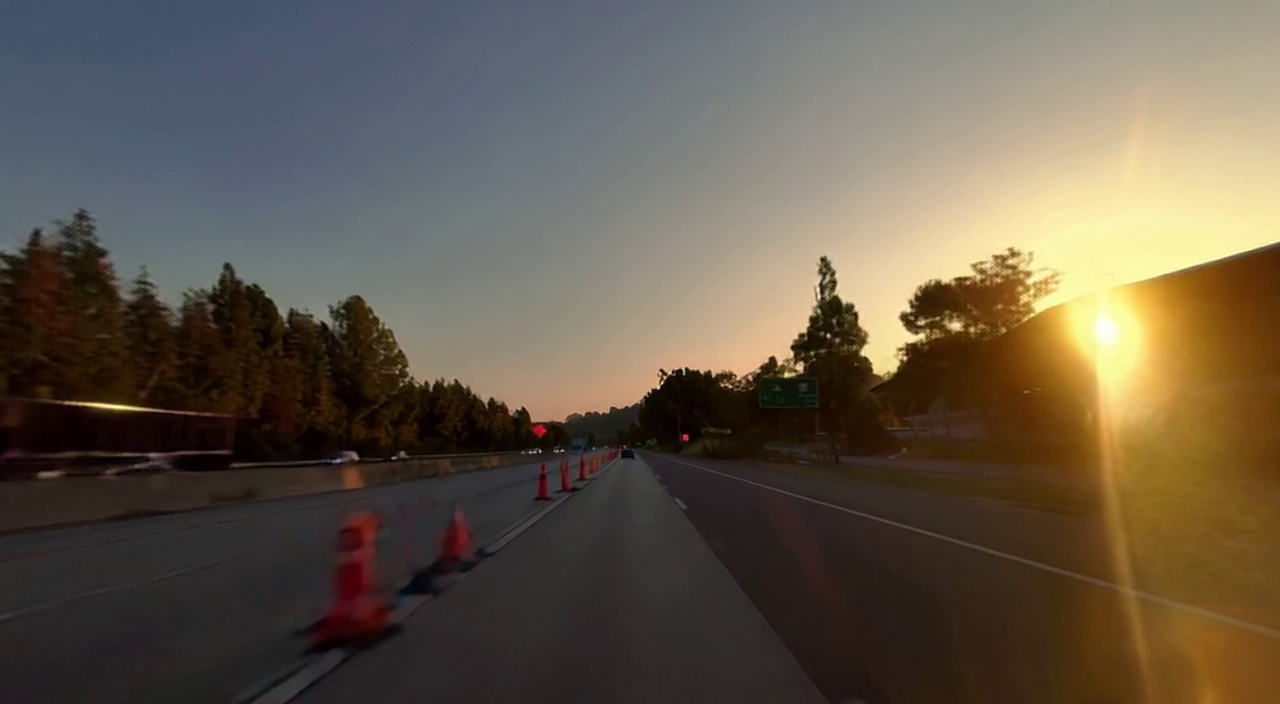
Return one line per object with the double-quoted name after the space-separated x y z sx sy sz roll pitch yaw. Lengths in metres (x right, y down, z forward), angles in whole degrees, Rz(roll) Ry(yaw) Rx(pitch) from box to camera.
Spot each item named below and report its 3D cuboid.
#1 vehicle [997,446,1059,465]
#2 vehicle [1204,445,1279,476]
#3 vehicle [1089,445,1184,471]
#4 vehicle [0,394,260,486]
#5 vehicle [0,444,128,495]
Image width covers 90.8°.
29.798 7.939 48.587 3.595 1.393 1.803 0 -9 -2 "vehicle"
30.161 5.228 30.628 3.771 1.435 1.944 0 -8 -2 "vehicle"
29.750 6.363 37.934 3.988 1.507 1.965 0 -10 1 "vehicle"
-27.971 5.101 35.802 2.877 3.965 16.520 0 -9 -1 "vehicle"
-20.848 3.996 21.812 1.932 1.556 5.257 0 -9 0 "vehicle"
